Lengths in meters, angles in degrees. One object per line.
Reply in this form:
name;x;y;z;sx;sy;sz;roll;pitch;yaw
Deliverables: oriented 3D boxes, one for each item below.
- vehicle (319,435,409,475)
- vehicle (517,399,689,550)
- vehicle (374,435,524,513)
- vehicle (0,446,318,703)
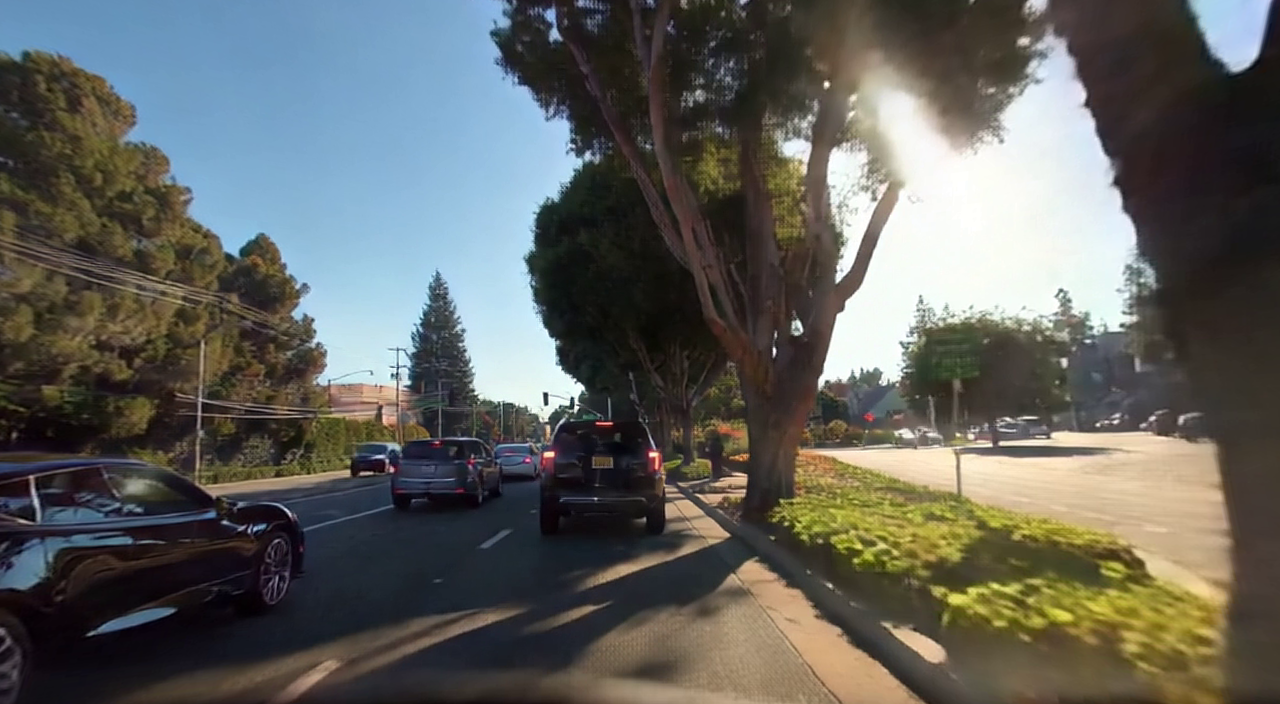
vehicle;-15.118;5.657;35.097;2.241;2.019;5.832;0;-8;1
vehicle;-0.469;1.730;9.467;2.012;1.769;3.897;0;-8;-1
vehicle;-4.129;2.705;14.552;2.087;1.485;4.452;0;-8;0
vehicle;-3.753;1.149;3.232;1.865;1.314;4.461;0;-8;0
